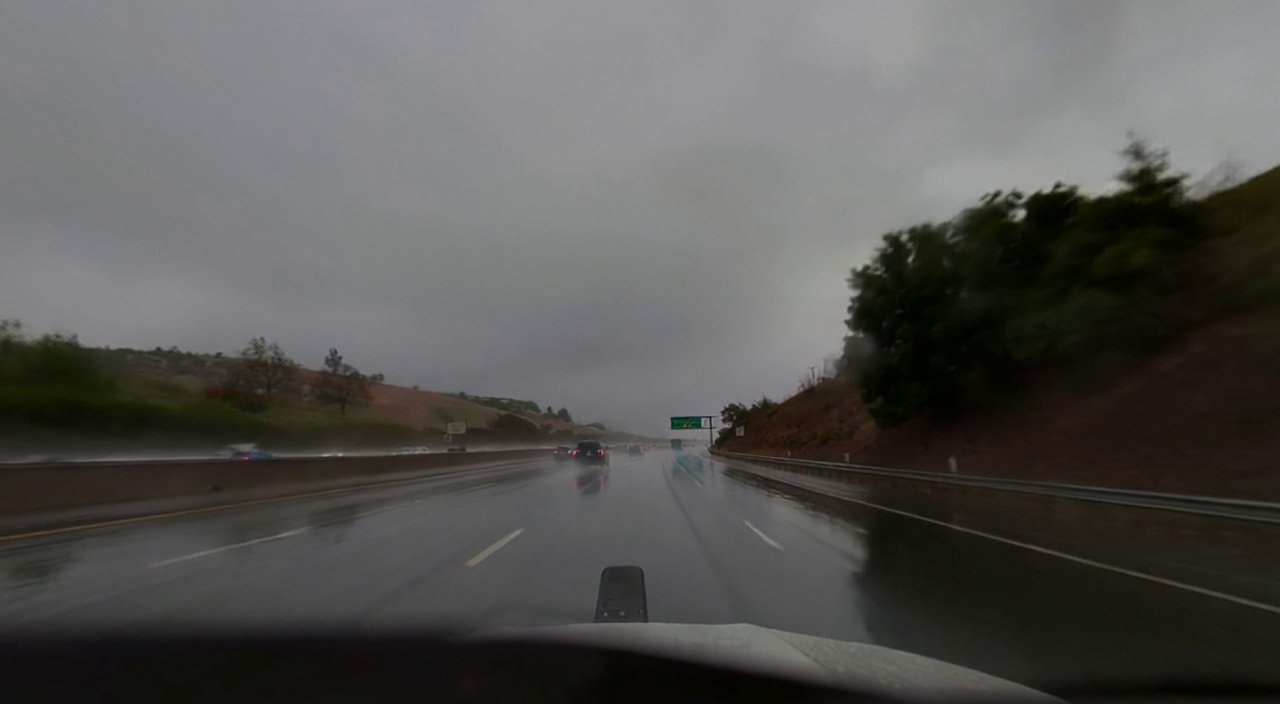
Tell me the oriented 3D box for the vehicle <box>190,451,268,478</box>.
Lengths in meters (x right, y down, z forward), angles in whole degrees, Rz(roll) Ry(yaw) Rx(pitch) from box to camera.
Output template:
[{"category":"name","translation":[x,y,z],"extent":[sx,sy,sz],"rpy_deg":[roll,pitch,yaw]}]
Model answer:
[{"category":"vehicle","translation":[-27.275,7.453,41.831],"extent":[2.016,1.671,4.537],"rpy_deg":[0,-8,2]}]

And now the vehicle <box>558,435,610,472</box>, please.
[{"category":"vehicle","translation":[-3.086,5.769,35.862],"extent":[2.413,1.896,5.218],"rpy_deg":[0,-8,1]}]
